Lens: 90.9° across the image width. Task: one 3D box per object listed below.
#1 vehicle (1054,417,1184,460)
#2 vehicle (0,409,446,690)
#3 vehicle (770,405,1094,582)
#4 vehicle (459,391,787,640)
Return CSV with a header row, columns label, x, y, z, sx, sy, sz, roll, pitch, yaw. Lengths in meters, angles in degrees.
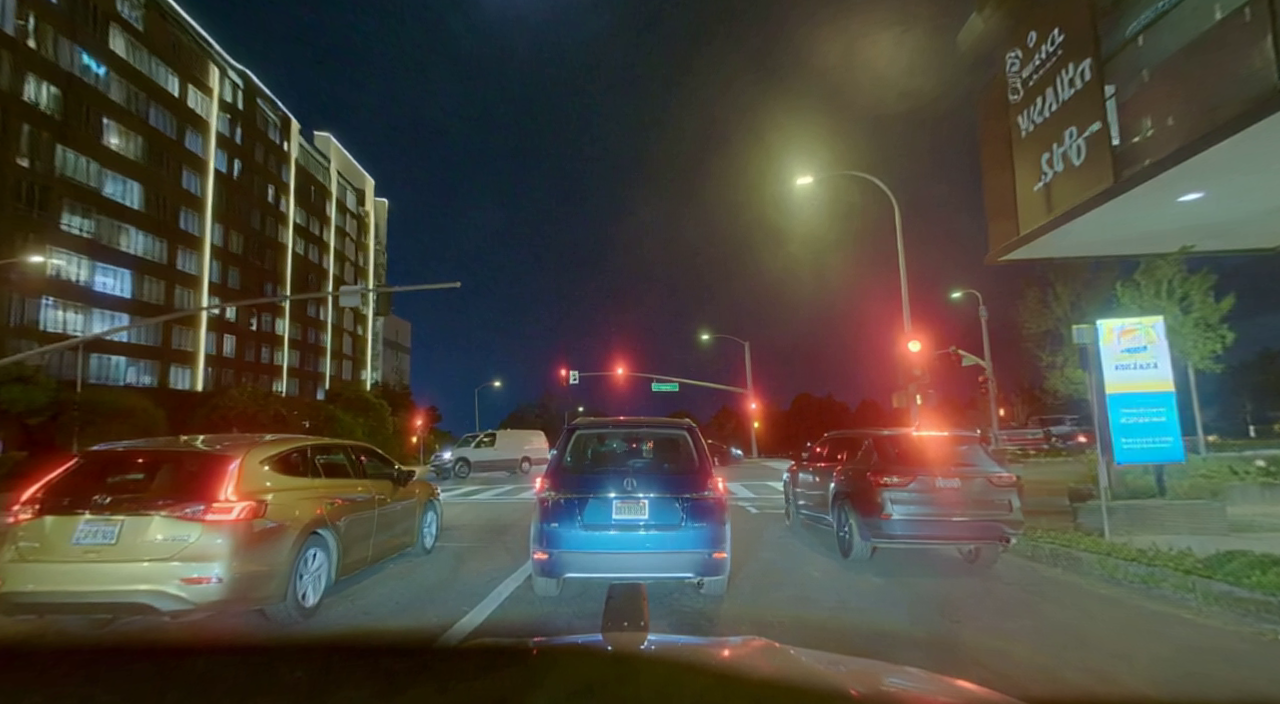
label,x,y,z,sx,sy,sz,roll,pitch,yaw
vehicle,23.125,4.208,30.580,4.583,2.019,2.147,1,-9,-4
vehicle,-3.545,1.423,5.820,1.906,1.524,4.547,0,-8,2
vehicle,3.220,1.662,8.253,2.004,1.646,4.554,0,-8,-1
vehicle,-0.128,1.414,6.440,2.195,1.662,4.262,0,-8,0
